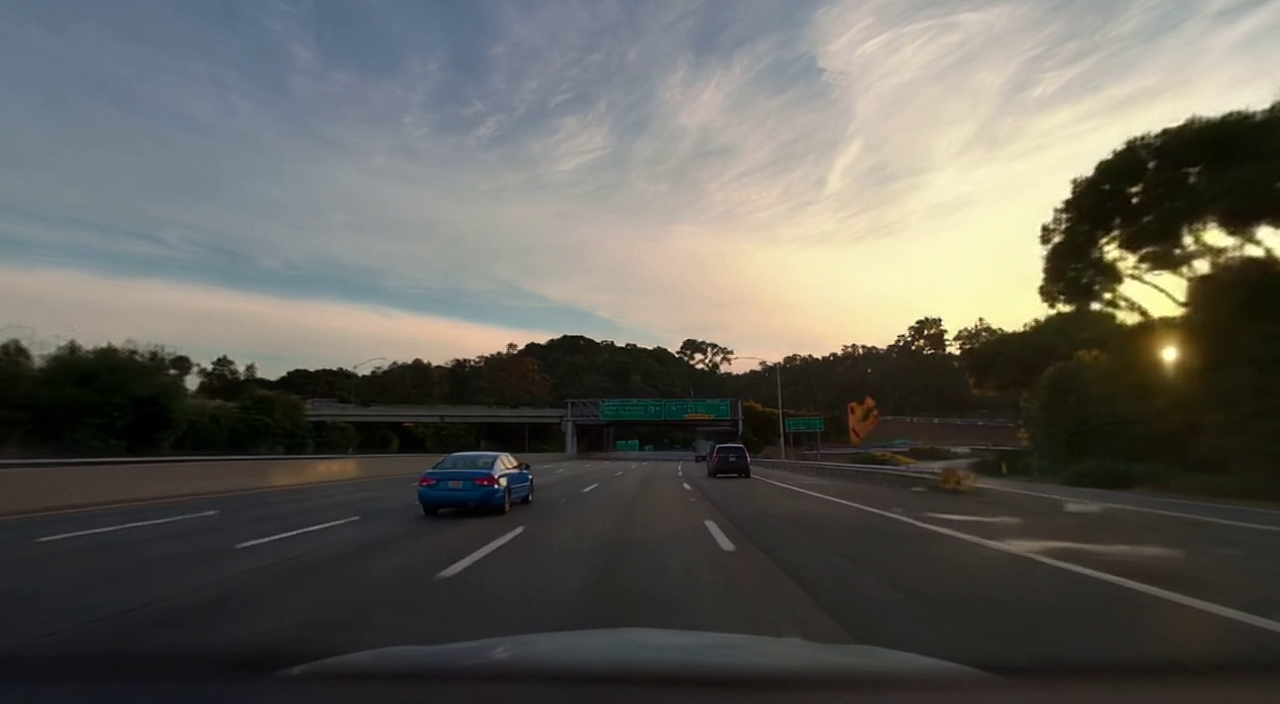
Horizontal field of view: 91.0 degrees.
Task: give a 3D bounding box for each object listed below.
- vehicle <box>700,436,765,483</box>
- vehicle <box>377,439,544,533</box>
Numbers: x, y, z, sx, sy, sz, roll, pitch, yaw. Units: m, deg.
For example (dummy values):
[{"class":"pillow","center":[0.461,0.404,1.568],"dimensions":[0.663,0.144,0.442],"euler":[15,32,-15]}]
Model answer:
[{"class":"vehicle","center":[3.944,4.678,27.602],"dimensions":[2.225,1.833,4.340],"euler":[0,-9,1]},{"class":"vehicle","center":[-3.242,2.509,12.432],"dimensions":[1.937,1.490,4.372],"euler":[0,-9,1]}]
